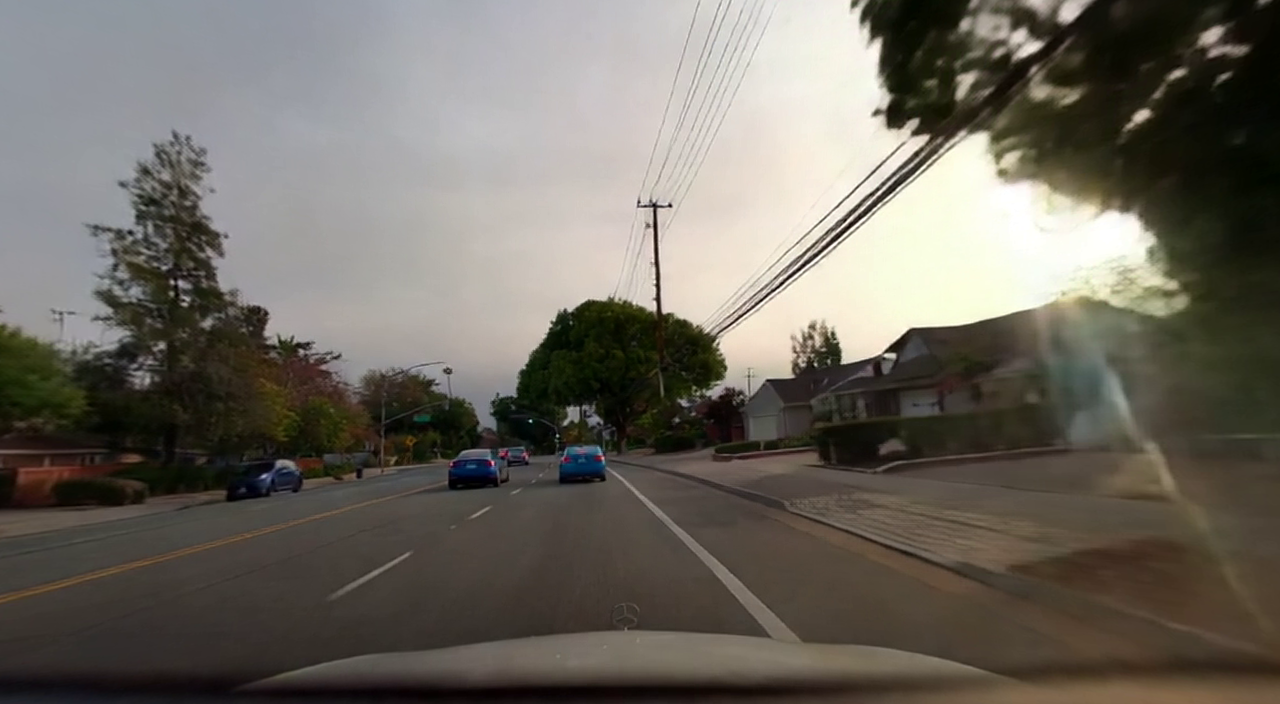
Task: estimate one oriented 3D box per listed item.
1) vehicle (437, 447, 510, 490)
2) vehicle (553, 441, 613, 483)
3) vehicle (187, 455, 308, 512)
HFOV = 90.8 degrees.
[{"bbox_3d":[-6.196,4.350,23.960,1.913,1.425,4.235,0,-9,-4],"label":"vehicle"},{"bbox_3d":[-2.314,4.374,25.393,2.168,1.504,4.284,0,-9,-6],"label":"vehicle"},{"bbox_3d":[-16.911,5.638,27.675,2.094,2.000,5.603,1,-7,-5],"label":"vehicle"}]
